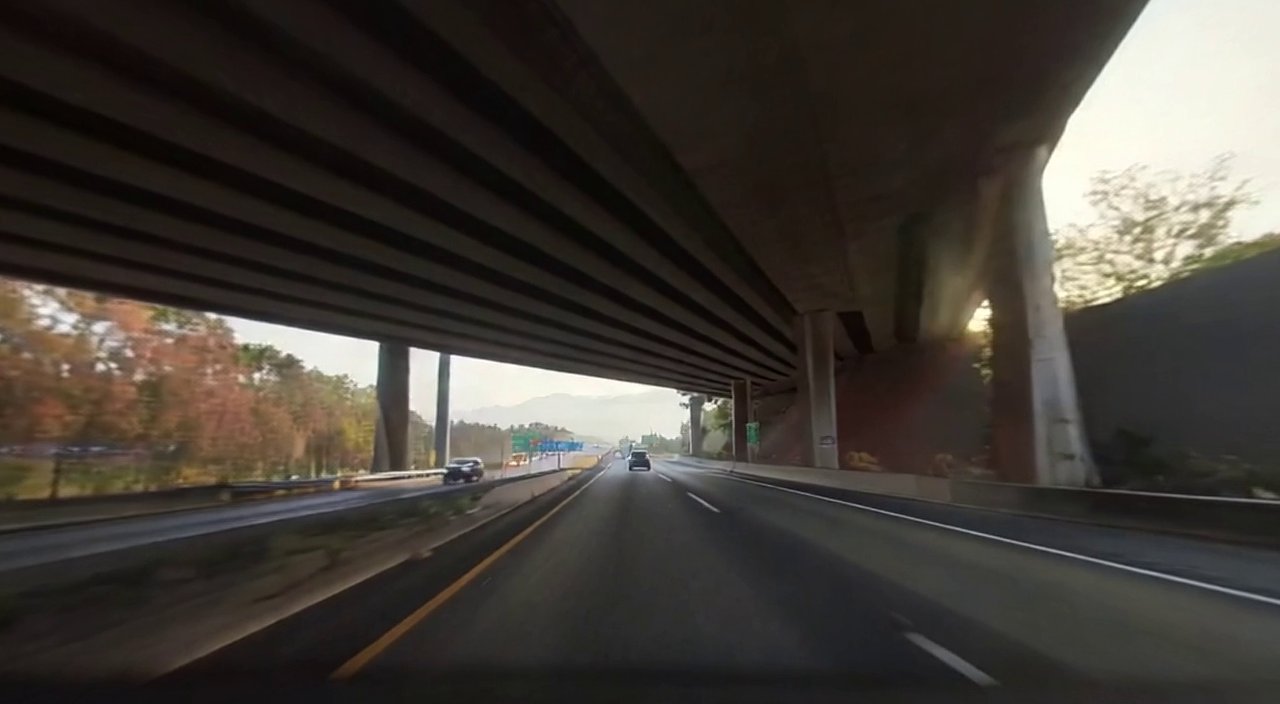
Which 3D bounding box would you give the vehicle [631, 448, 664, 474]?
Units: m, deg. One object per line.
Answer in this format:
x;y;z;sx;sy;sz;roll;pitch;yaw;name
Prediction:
0.459;7.483;43.369;2.160;1.691;4.243;0;-9;-1;vehicle
